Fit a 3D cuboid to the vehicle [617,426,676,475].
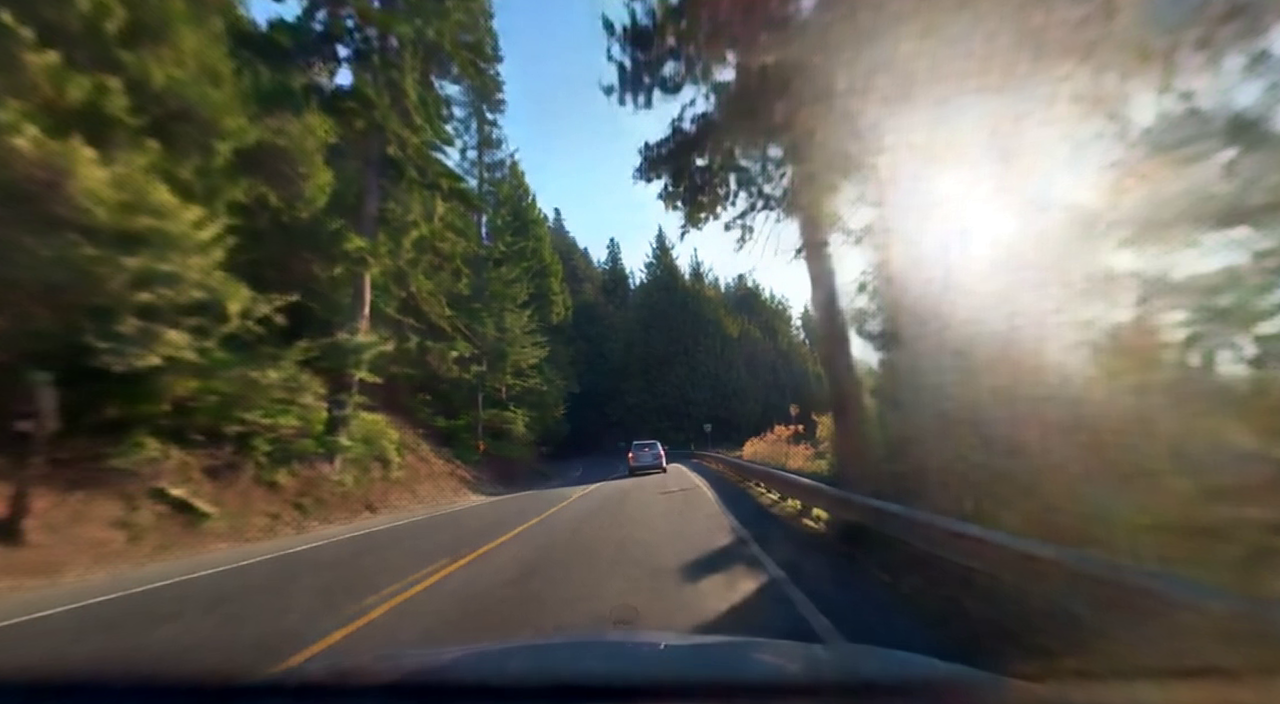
[{"bbox_3d":[0.291,4.824,31.088,2.469,1.953,5.605,-6,-9,0],"label":"vehicle"}]
